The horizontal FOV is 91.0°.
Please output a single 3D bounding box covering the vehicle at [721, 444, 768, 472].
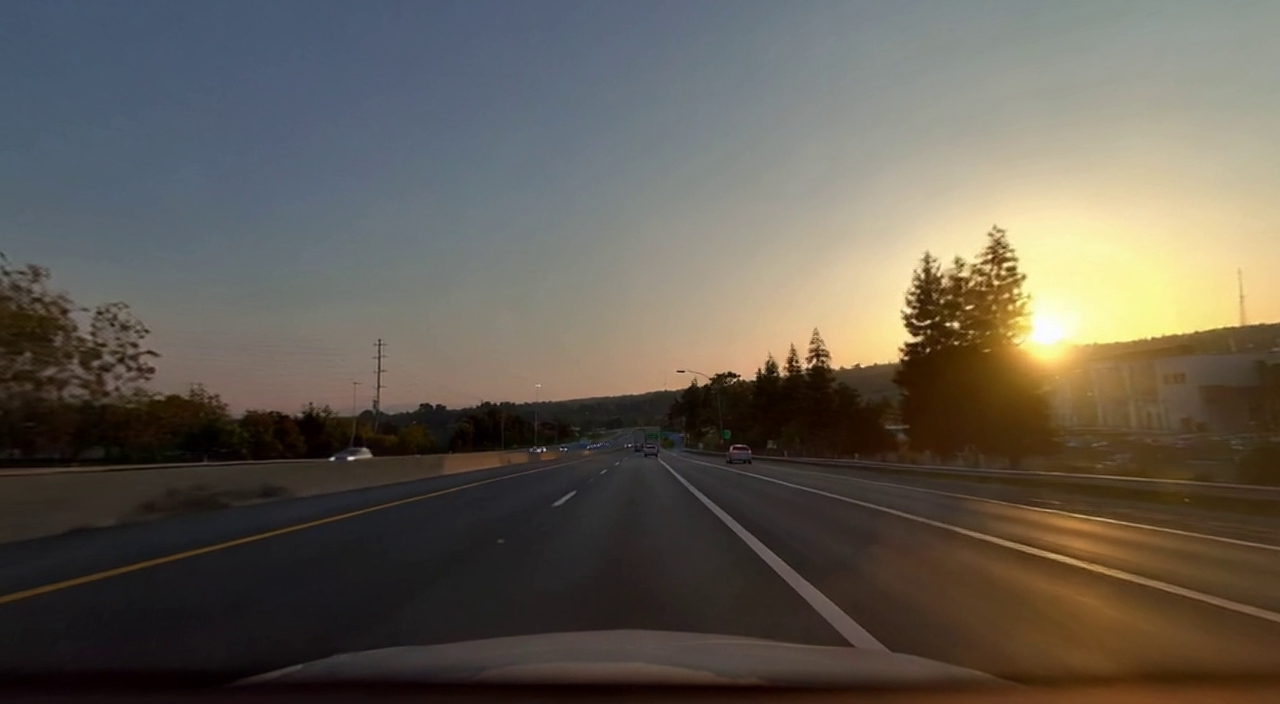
[{"bbox_3d":[6.320,6.469,38.659,2.085,1.594,4.848,0,-9,0],"label":"vehicle"}]
